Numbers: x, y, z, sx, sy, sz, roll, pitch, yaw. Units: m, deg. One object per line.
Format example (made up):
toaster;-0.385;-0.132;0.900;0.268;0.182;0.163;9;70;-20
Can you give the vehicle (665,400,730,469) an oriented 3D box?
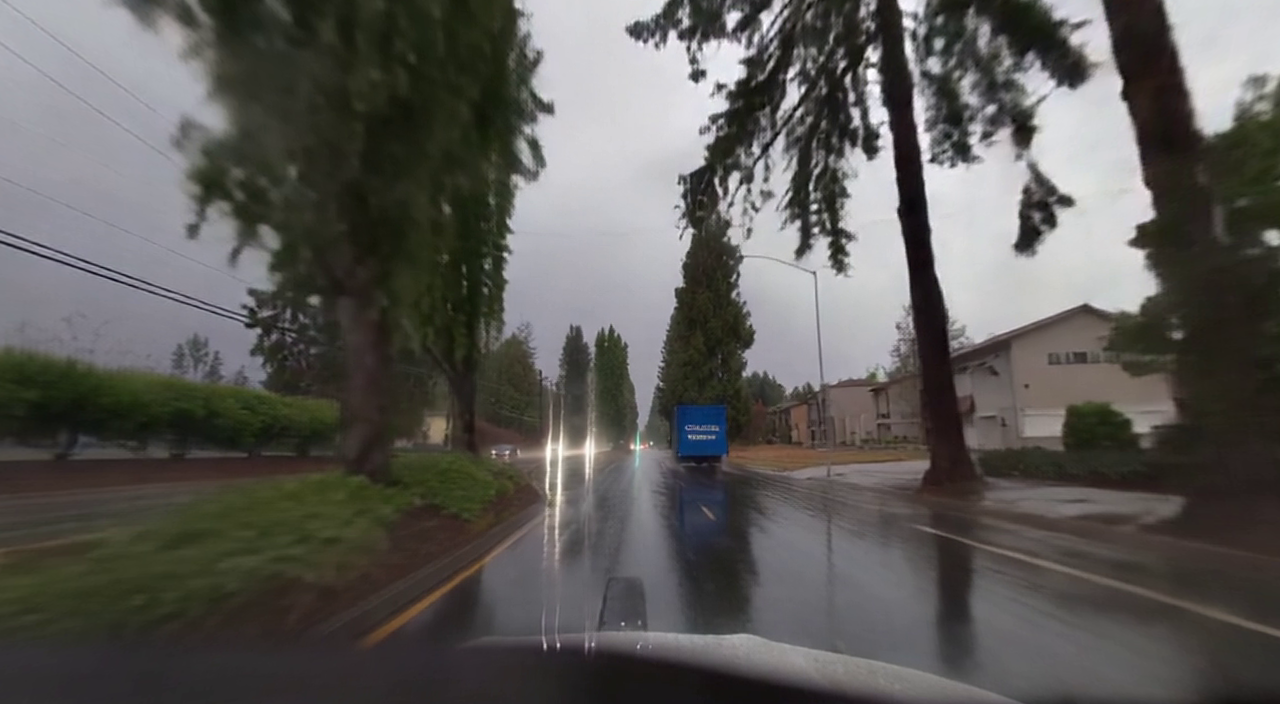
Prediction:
vehicle;3.399;5.308;39.846;2.973;3.848;9.336;0;-8;-2
